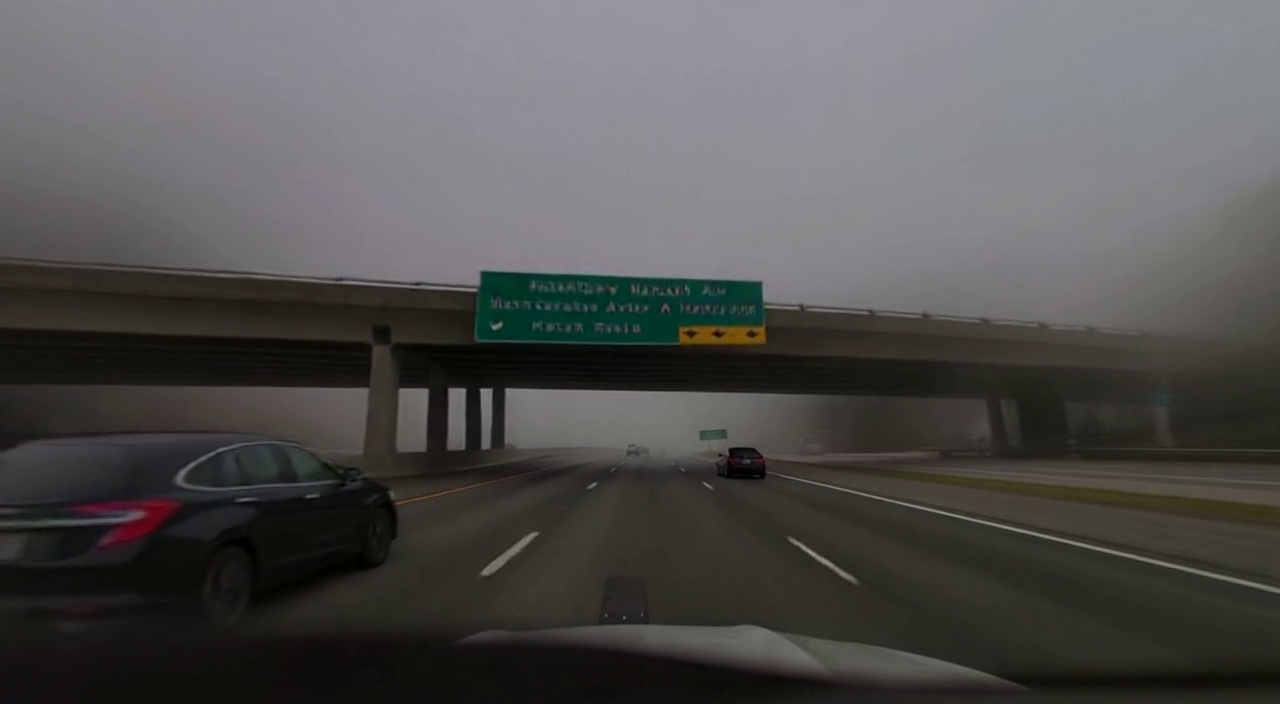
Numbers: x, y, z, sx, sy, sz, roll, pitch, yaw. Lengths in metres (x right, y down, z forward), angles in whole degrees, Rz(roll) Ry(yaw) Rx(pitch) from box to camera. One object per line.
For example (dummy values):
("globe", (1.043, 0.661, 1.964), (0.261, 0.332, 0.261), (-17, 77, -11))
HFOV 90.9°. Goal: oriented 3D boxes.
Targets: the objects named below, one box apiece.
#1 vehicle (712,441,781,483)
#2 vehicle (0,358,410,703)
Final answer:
("vehicle", (4.065, 4.251, 24.774), (1.908, 1.483, 4.259), (0, -8, -1))
("vehicle", (-3.740, 1.171, 4.509), (2.259, 1.706, 4.924), (0, -8, 1))
